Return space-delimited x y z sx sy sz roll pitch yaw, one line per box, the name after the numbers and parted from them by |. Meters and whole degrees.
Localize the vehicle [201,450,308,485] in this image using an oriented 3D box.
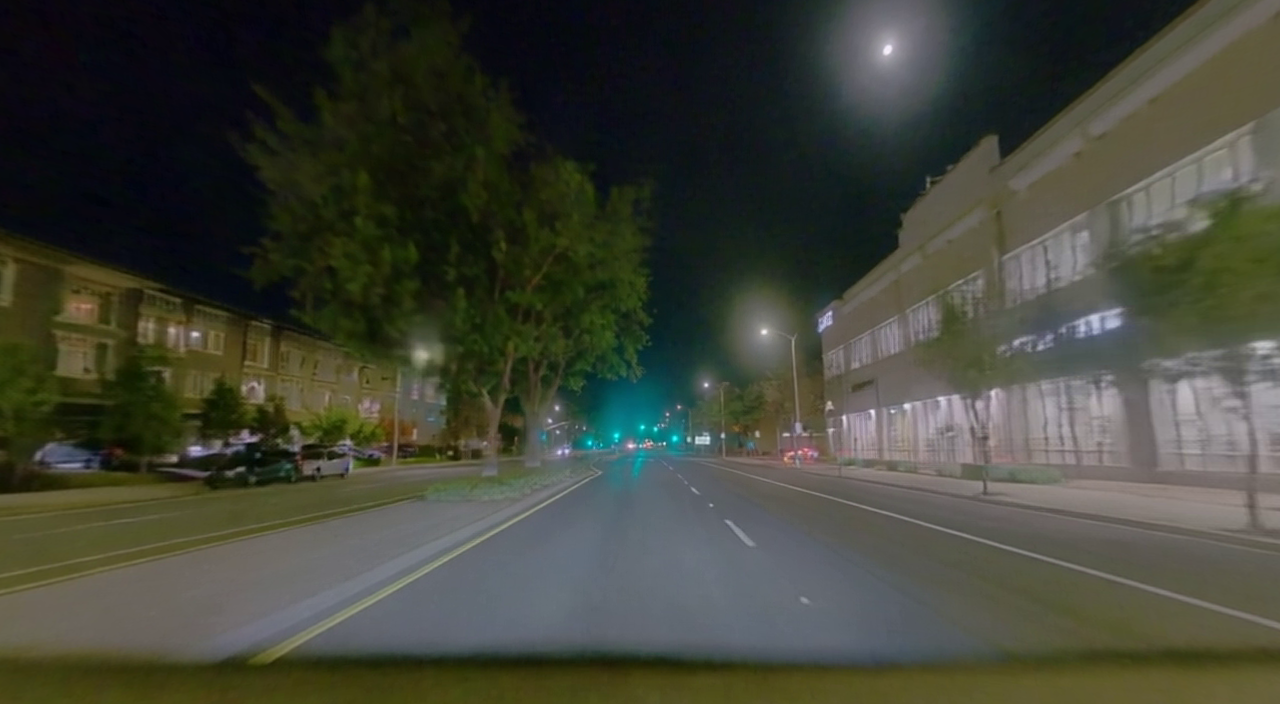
-18.810 5.613 30.961 2.034 1.562 4.828 0 -9 3 | vehicle

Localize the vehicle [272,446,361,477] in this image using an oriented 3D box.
-18.712 6.318 36.671 2.177 1.656 5.516 0 -9 2 | vehicle
